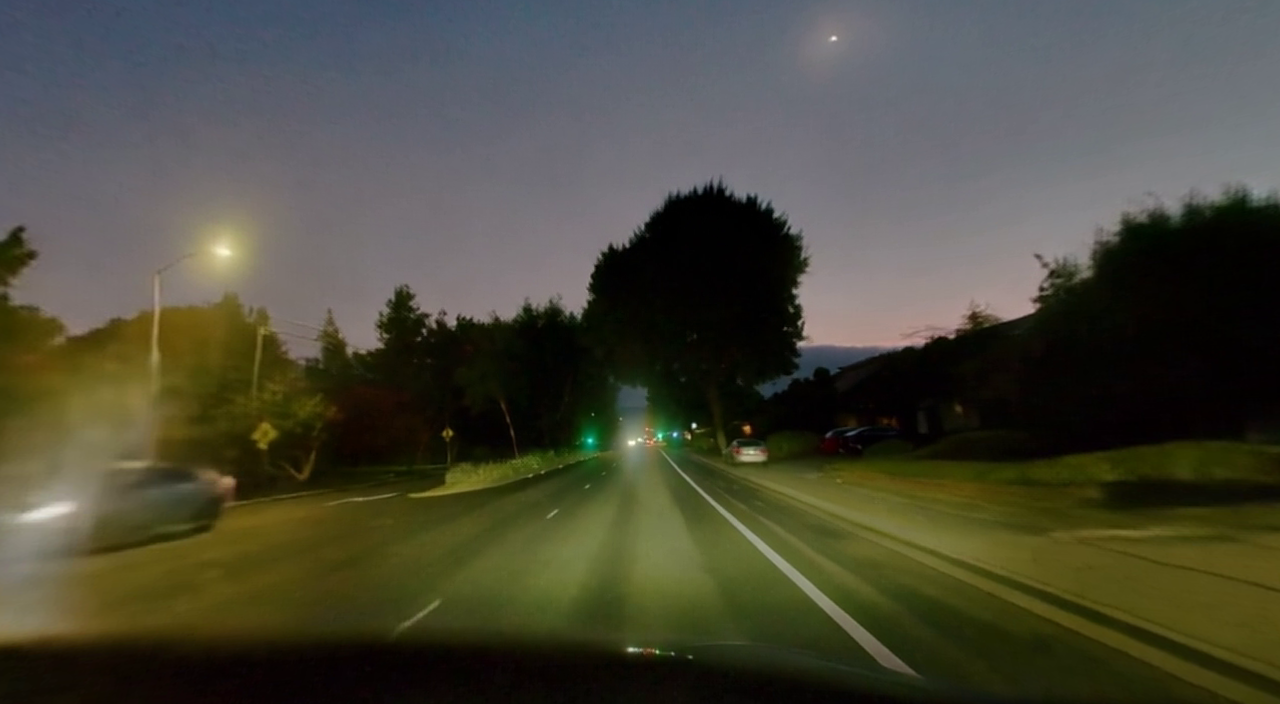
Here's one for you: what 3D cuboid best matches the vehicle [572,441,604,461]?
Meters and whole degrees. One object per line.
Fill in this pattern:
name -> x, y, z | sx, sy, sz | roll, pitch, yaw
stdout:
vehicle -> -3.690, 7.154, 45.559 | 1.973, 1.400, 3.915 | 0, -8, 0

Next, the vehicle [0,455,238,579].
vehicle -> -9.248, 2.517, 10.497 | 2.027, 1.522, 4.469 | 0, -8, 2

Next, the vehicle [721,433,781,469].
vehicle -> 5.169, 4.690, 29.965 | 1.995, 1.546, 4.474 | 0, -8, -1

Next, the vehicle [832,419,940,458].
vehicle -> 10.956, 3.895, 28.373 | 4.037, 1.673, 1.983 | -1, -8, 3
